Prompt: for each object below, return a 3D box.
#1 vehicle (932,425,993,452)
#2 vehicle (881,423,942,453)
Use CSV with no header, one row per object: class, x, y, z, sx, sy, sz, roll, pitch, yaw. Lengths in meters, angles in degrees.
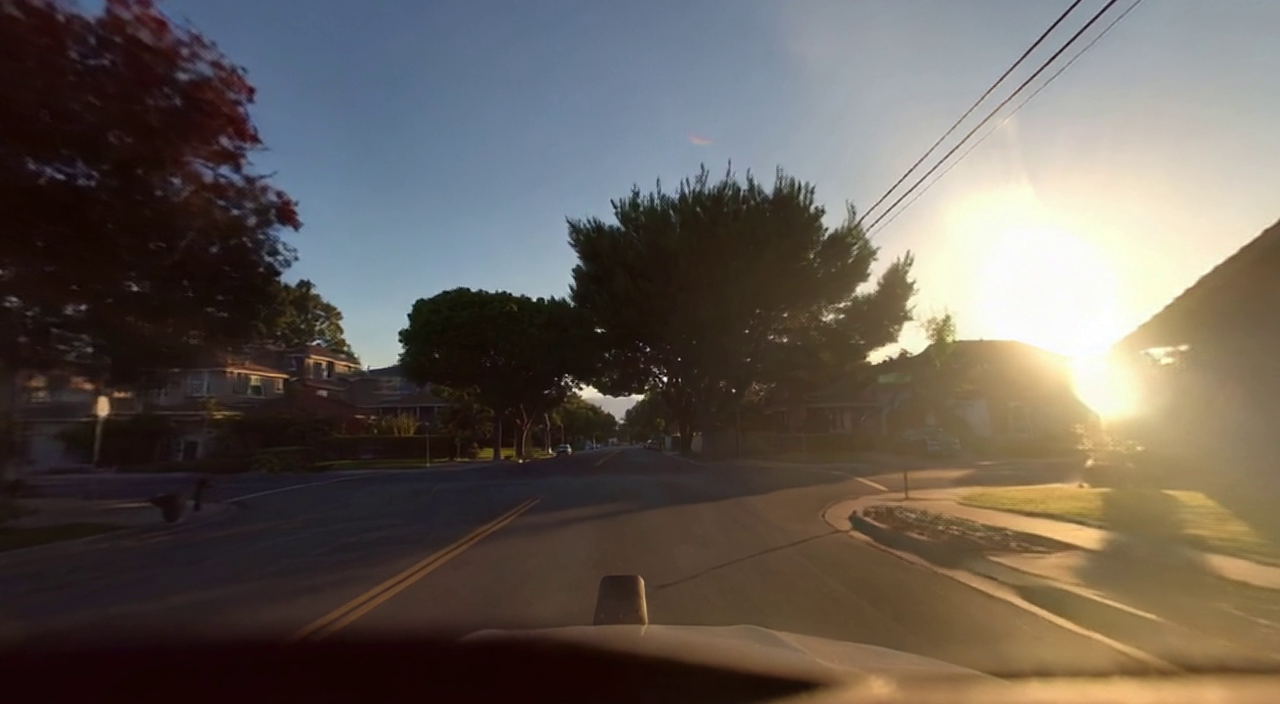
vehicle,18.939,5.131,37.158,1.803,1.504,4.324,-1,-9,8
vehicle,16.171,5.199,37.773,1.829,1.667,4.437,0,-9,2
